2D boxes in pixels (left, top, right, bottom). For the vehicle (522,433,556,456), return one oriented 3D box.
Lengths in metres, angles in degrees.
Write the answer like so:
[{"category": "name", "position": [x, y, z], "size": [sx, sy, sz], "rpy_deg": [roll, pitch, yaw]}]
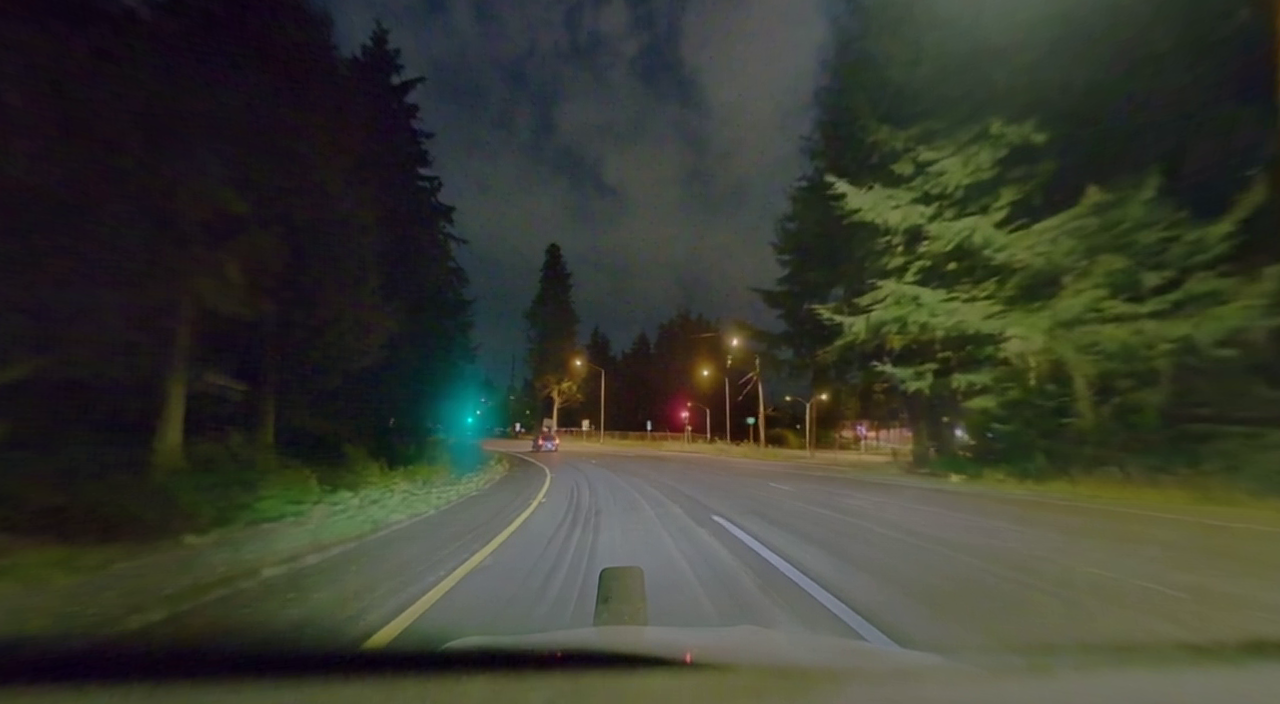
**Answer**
[{"category": "vehicle", "position": [-7.942, 7.247, 49.070], "size": [1.947, 1.729, 4.051], "rpy_deg": [3, -9, -18]}]
